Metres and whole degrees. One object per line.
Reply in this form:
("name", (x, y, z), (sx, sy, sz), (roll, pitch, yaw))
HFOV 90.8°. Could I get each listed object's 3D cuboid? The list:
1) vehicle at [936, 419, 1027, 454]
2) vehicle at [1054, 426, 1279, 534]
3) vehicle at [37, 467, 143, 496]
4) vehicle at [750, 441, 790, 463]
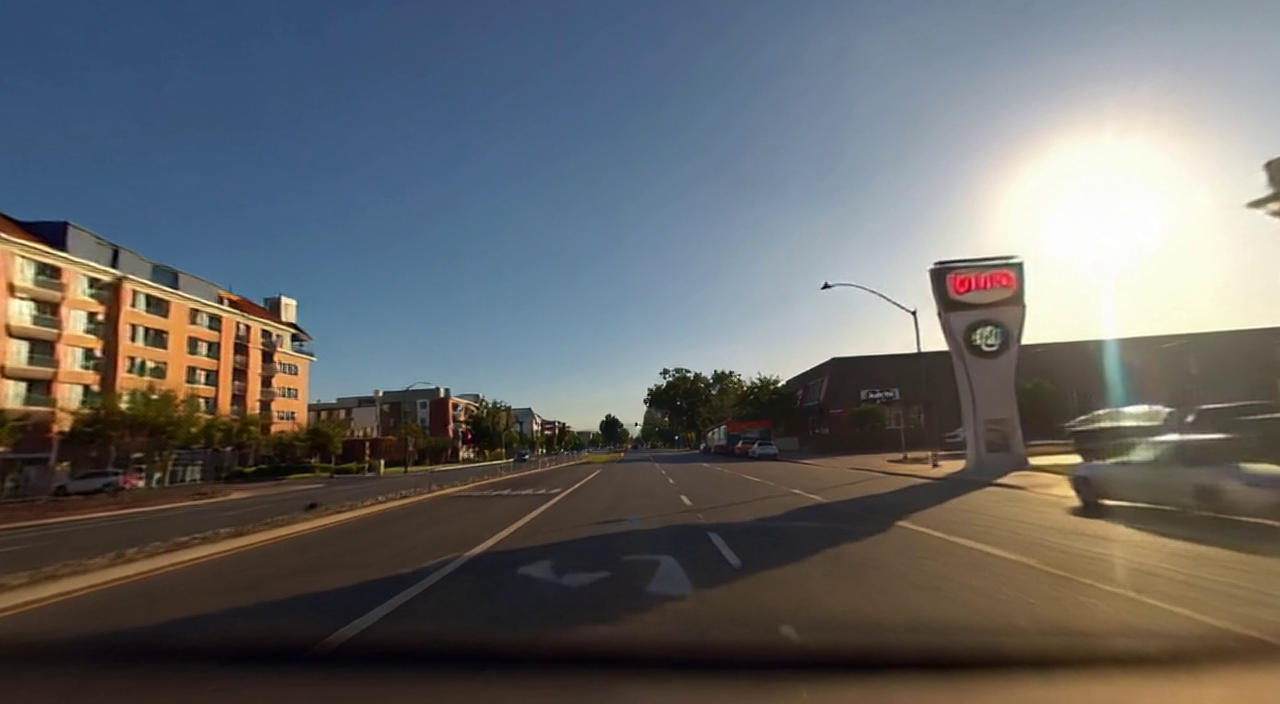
("vehicle", (23.176, 5.807, 43.312), (2.529, 2.138, 6.511), (-1, -7, -1))
("vehicle", (10.142, 2.207, 11.590), (1.886, 1.556, 4.513), (0, -8, -2))
("vehicle", (-35.230, 8.306, 40.659), (4.654, 1.648, 1.915), (3, -9, -21))
("vehicle", (10.196, 7.834, 49.775), (2.085, 1.630, 4.403), (0, -8, -2))
